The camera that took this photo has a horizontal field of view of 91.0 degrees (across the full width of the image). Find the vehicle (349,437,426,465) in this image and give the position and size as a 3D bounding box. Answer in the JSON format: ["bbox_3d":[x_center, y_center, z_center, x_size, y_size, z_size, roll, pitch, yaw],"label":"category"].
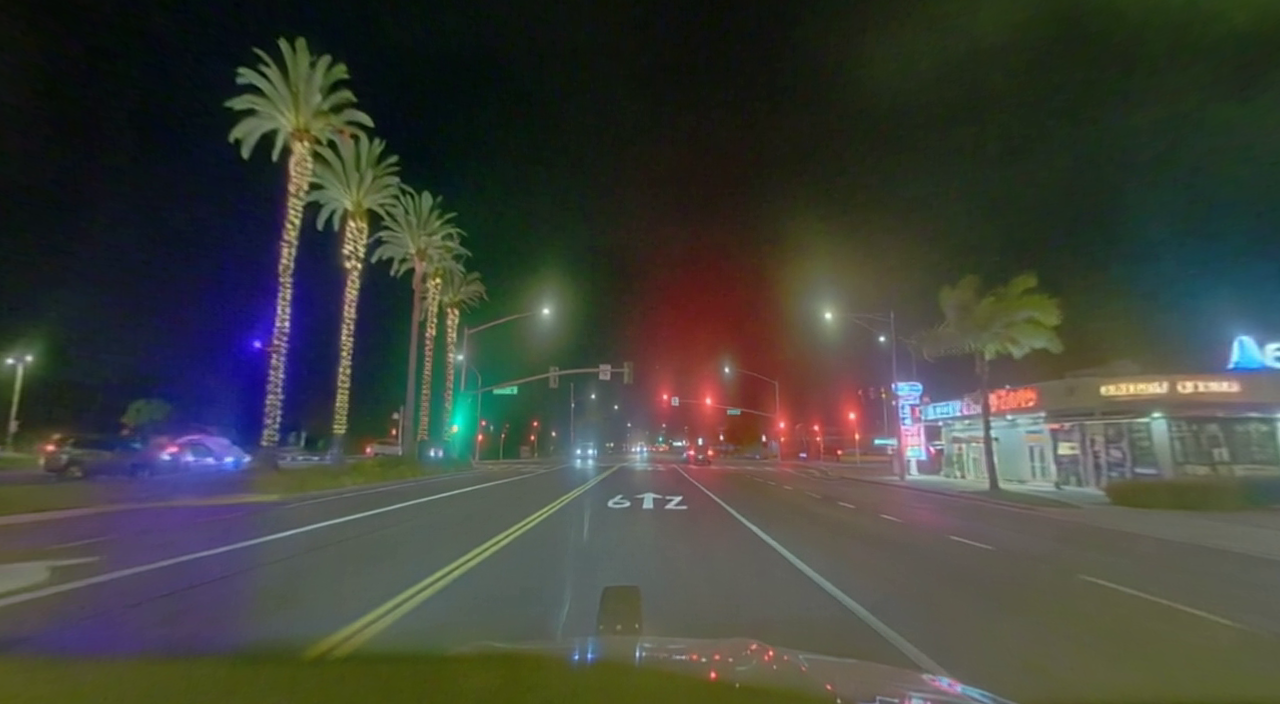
[{"bbox_3d":[-19.326,7.596,48.296,4.901,2.064,2.296,0,-8,1],"label":"vehicle"}]

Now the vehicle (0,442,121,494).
[{"bbox_3d":[-18.491,3.415,18.745,4.277,1.453,1.913,0,-9,-1],"label":"vehicle"}]

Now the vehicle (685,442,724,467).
[{"bbox_3d":[4.165,6.701,41.372,2.065,1.507,4.225,0,-9,-1],"label":"vehicle"}]
